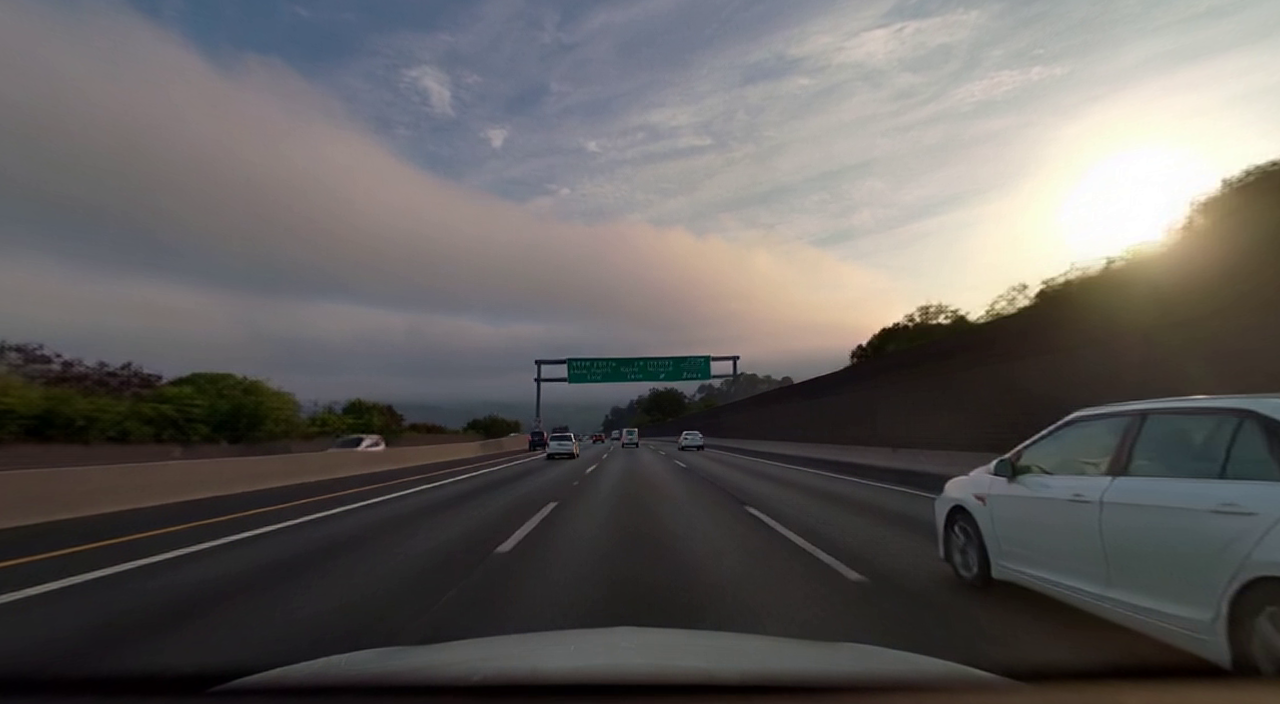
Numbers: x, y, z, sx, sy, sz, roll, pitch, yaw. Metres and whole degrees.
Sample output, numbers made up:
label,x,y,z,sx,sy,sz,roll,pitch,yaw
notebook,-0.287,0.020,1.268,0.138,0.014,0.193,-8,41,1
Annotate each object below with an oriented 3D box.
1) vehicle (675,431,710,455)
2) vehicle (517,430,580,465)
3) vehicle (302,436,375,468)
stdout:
label,x,y,z,sx,sy,sz,roll,pitch,yaw
vehicle,3.317,5.879,40.778,1.806,1.469,3.681,0,-8,-2
vehicle,-4.053,4.307,28.639,2.204,1.486,4.121,0,-8,0
vehicle,-15.142,5.008,31.824,1.813,1.476,3.803,0,-8,0
